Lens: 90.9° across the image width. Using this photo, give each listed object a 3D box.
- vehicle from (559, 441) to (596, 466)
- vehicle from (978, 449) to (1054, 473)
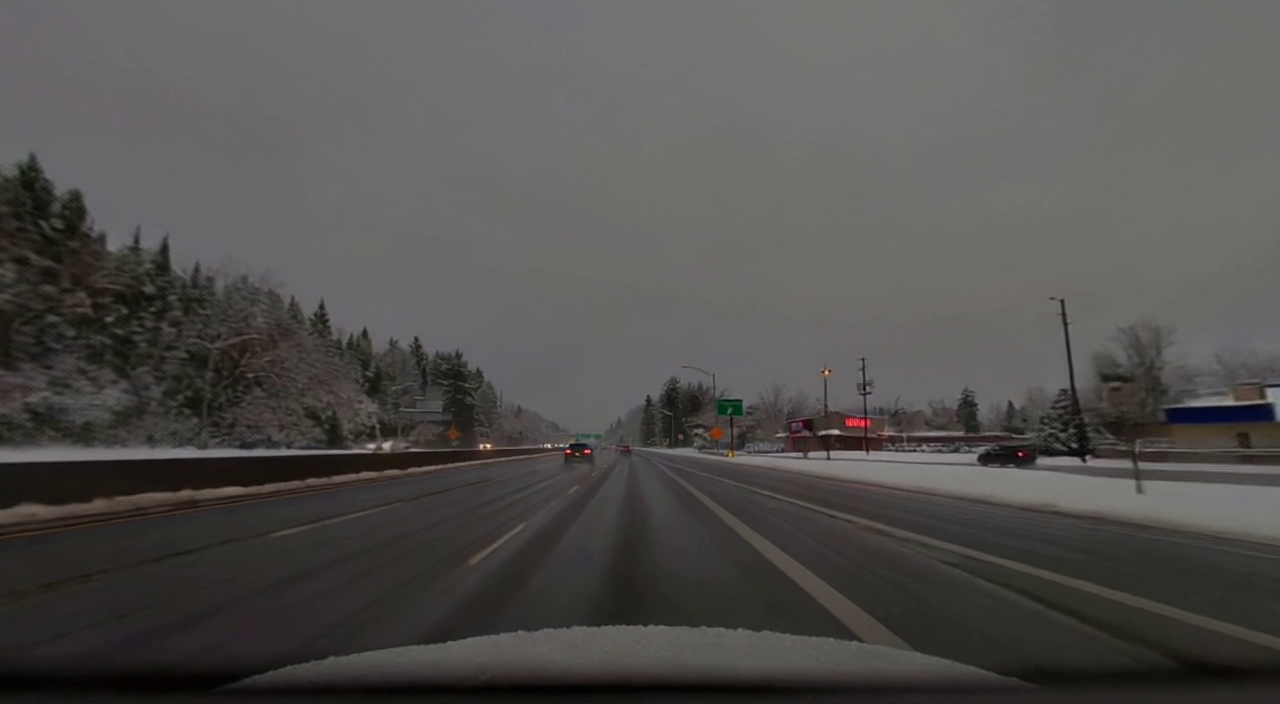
[{"bbox_3d":[-4.559,7.532,47.175,2.236,1.736,5.585,0,-8,0],"label":"vehicle"},{"bbox_3d":[29.556,8.576,49.868,1.972,1.749,5.464,2,-9,-10],"label":"vehicle"}]
